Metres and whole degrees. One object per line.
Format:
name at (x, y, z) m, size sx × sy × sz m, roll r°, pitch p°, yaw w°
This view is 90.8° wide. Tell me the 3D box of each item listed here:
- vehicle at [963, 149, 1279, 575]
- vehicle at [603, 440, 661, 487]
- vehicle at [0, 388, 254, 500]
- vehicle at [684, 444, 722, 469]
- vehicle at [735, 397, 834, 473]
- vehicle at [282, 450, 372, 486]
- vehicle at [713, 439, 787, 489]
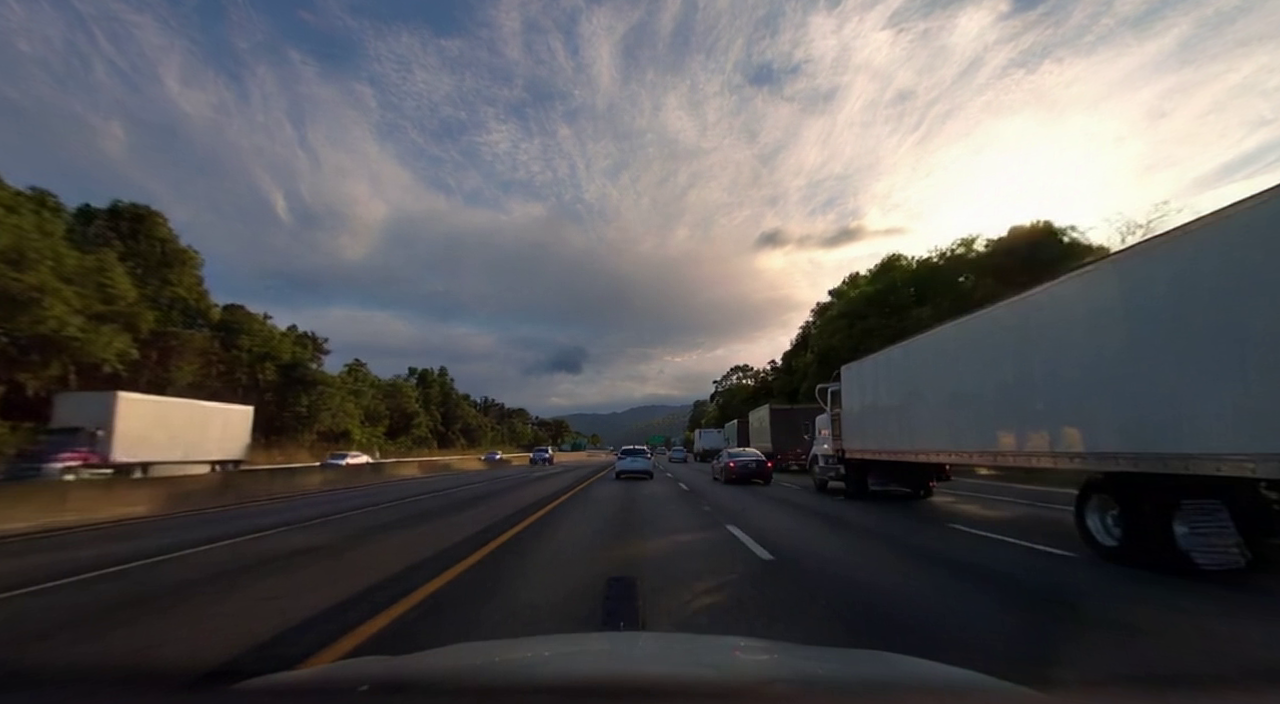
vehicle at (7.597, 0.319, 7.567) m, size 2.823 × 4.063 × 8.485 m, roll 0°, pitch -9°, yaw 0°
vehicle at (-0.271, 4.180, 23.841) m, size 2.023 × 1.618 × 3.628 m, roll 0°, pitch -9°, yaw 1°
vehicle at (-19.381, 3.652, 24.830) m, size 2.870 × 3.622 × 8.269 m, roll 0°, pitch -9°, yaw 1°
vehicle at (4.266, 7.142, 43.228) m, size 2.150 × 1.632 × 4.260 m, roll 0°, pitch -9°, yaw 0°
vehicle at (8.904, 5.635, 41.600) m, size 2.858 × 4.068 × 15.162 m, roll 0°, pitch -9°, yaw 0°
vehicle at (-14.535, 5.378, 29.637) m, size 1.868 × 1.537 × 4.403 m, roll -1°, pitch -9°, yaw 2°
vehicle at (3.840, 3.989, 22.698) m, size 1.920 × 1.594 × 3.867 m, roll 0°, pitch -9°, yaw 0°
